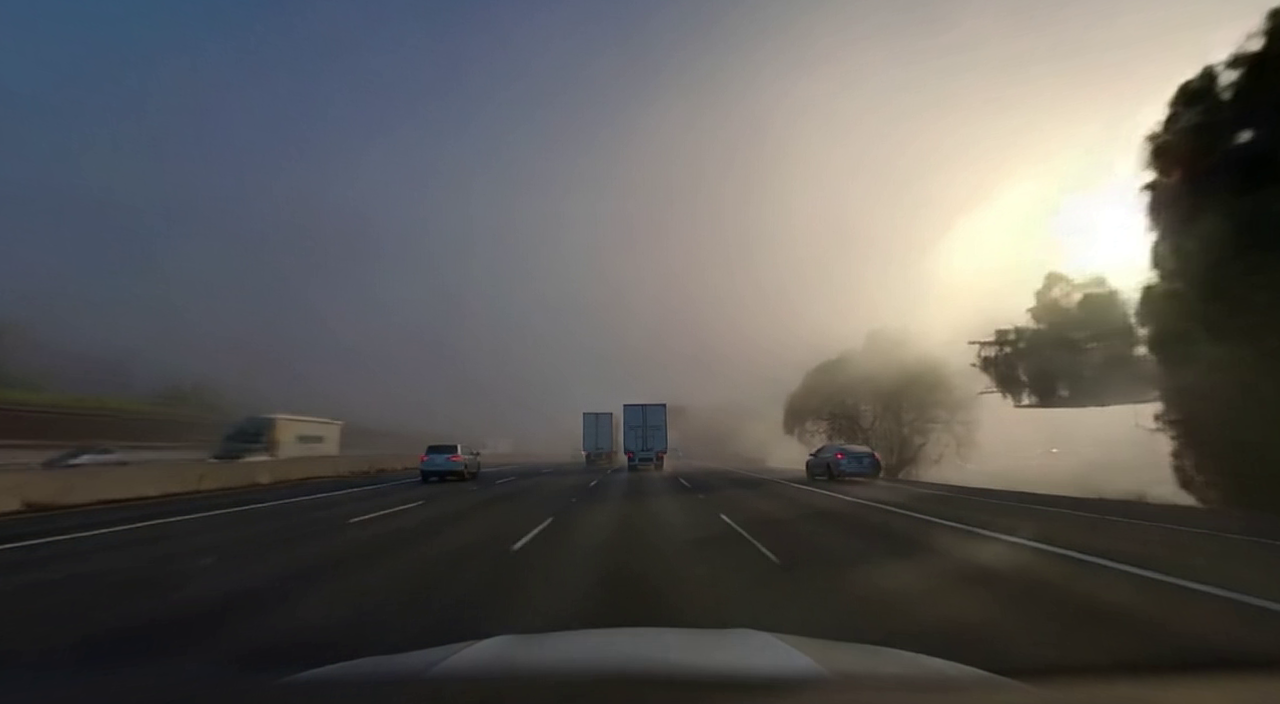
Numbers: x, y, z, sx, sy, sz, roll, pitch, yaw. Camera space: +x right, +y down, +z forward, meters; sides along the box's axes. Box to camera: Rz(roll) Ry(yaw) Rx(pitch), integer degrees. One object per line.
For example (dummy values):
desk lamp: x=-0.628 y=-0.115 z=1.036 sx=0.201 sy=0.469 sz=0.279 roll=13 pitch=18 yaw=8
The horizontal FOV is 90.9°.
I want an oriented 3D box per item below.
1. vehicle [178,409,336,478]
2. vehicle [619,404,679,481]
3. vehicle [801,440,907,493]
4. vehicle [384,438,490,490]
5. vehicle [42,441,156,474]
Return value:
vehicle: x=-19.025 y=4.661 z=32.120 sx=3.046 sy=3.028 sz=7.741 roll=-1 pitch=-8 yaw=1
vehicle: x=0.414 y=5.299 z=38.549 sx=3.054 sy=3.944 sz=11.230 roll=-1 pitch=-6 yaw=-1
vehicle: x=7.005 y=3.783 z=21.210 sx=1.969 sy=1.560 sz=4.394 roll=0 pitch=-8 yaw=-1
vehicle: x=-6.729 y=3.760 z=21.543 sx=1.992 sy=1.547 sz=4.673 roll=-1 pitch=-8 yaw=1
vehicle: x=-36.503 y=7.077 z=42.875 sx=2.471 sy=1.996 sz=5.893 roll=-1 pitch=-8 yaw=1
